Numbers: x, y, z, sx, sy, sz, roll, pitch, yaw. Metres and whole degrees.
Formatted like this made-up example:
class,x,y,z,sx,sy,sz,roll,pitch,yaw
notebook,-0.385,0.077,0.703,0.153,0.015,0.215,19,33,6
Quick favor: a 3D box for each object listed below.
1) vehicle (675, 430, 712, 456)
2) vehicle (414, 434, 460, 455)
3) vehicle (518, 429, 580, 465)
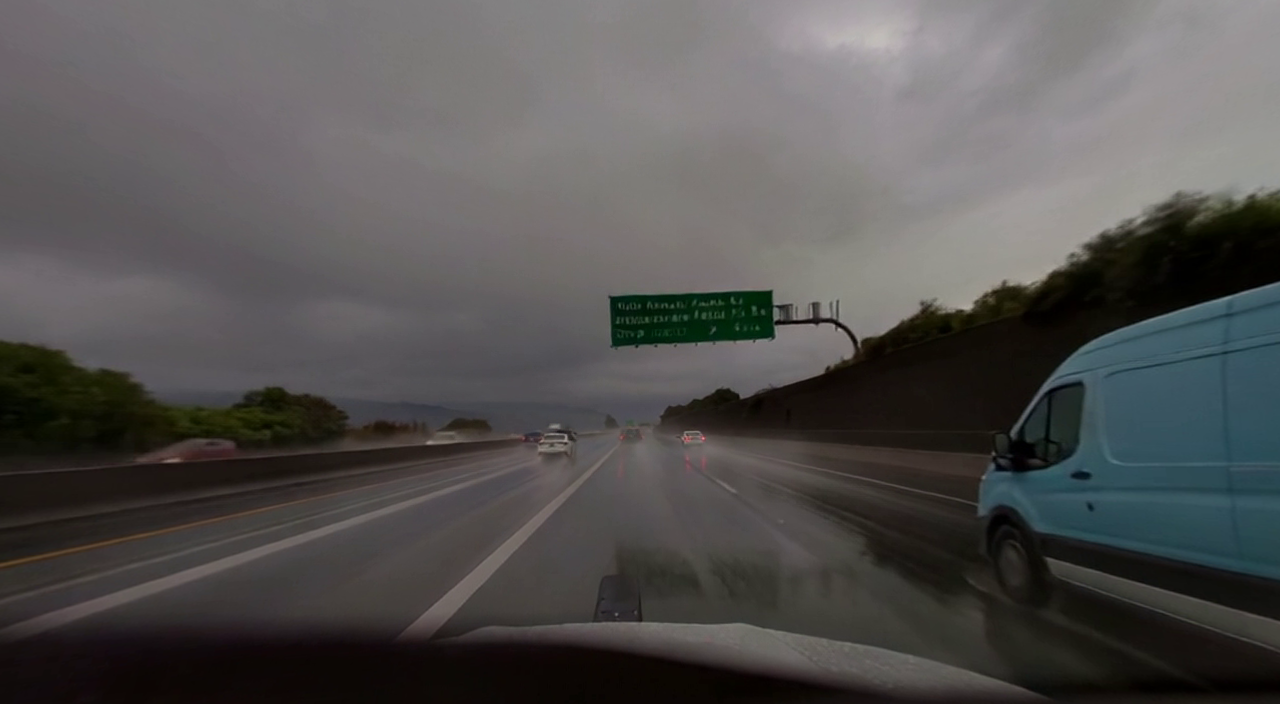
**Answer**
class,x,y,z,sx,sy,sz,roll,pitch,yaw
vehicle,3.258,5.603,38.934,1.806,1.469,3.681,0,-8,-2
vehicle,-15.324,6.964,47.774,2.044,1.532,4.528,0,-8,0
vehicle,-4.024,4.257,28.529,2.204,1.486,4.121,0,-8,0
